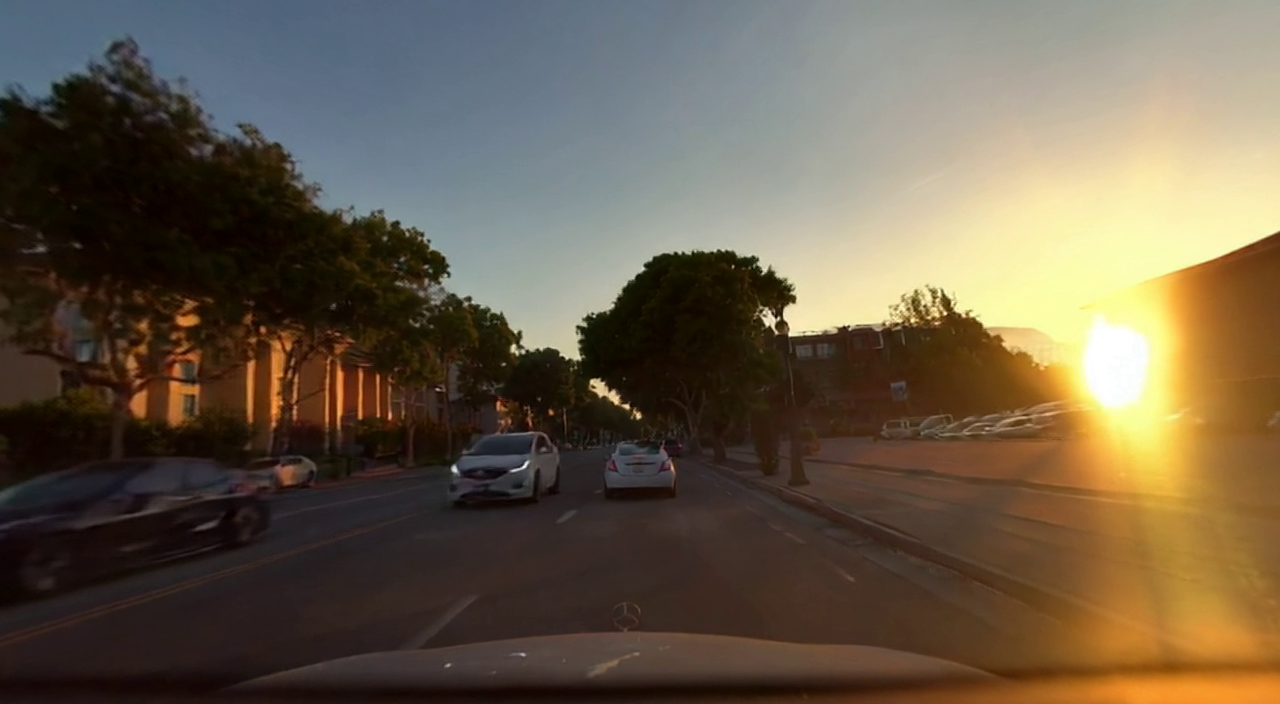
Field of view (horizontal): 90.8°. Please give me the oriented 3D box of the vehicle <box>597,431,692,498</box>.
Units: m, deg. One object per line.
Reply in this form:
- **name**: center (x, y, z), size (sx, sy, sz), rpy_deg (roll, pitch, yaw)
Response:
- **vehicle**: center (0.142, 2.832, 16.294), size (2.116, 1.479, 4.358), rpy_deg (0, -8, 1)

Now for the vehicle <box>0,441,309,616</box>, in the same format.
- **vehicle**: center (-6.420, 1.840, 7.677), size (2.170, 1.465, 4.648), rpy_deg (-1, -8, 2)

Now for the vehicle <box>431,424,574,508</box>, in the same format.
- **vehicle**: center (-3.074, 2.699, 15.421), size (2.294, 1.695, 4.792), rpy_deg (-1, -8, 2)
